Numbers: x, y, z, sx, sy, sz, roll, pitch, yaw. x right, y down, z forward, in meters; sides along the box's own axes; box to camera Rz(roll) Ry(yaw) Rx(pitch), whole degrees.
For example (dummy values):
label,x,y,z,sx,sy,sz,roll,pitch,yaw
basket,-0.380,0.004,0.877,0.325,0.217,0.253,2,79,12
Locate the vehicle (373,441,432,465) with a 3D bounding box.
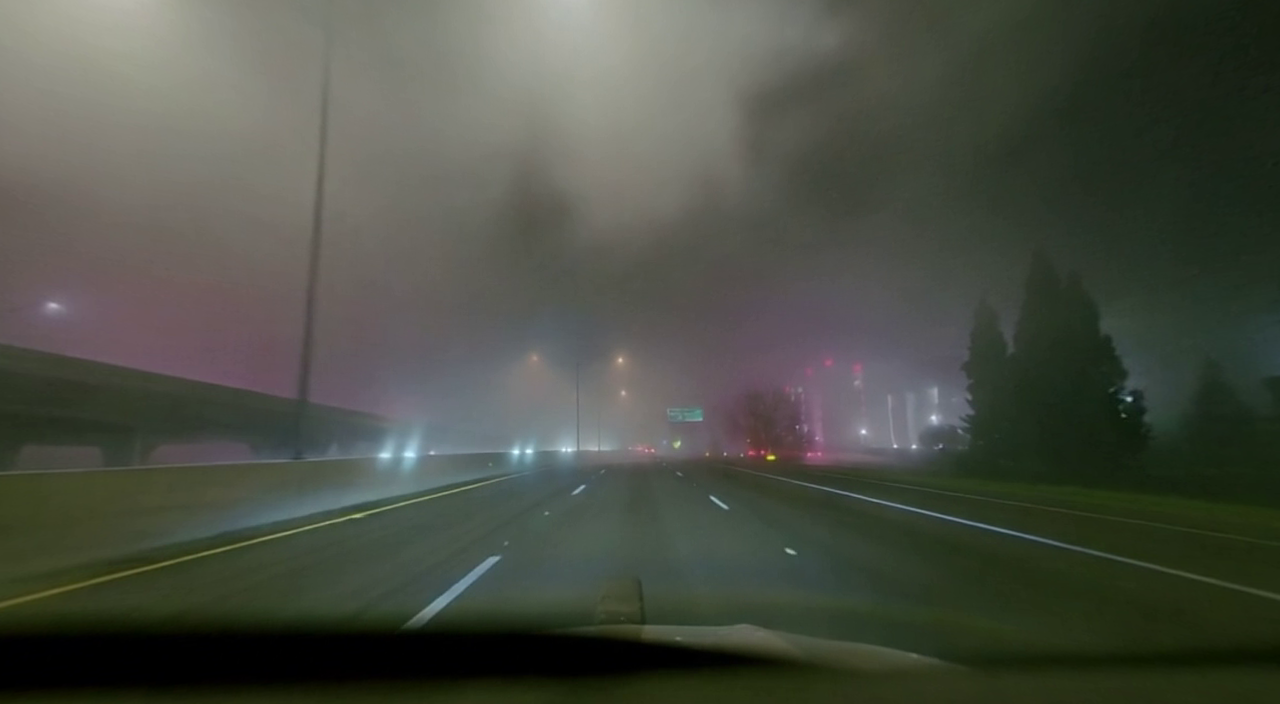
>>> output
label,x,y,z,sx,sy,sz,roll,pitch,yaw
vehicle,-17.751,7.580,47.520,2.472,1.723,5.039,0,-8,0
